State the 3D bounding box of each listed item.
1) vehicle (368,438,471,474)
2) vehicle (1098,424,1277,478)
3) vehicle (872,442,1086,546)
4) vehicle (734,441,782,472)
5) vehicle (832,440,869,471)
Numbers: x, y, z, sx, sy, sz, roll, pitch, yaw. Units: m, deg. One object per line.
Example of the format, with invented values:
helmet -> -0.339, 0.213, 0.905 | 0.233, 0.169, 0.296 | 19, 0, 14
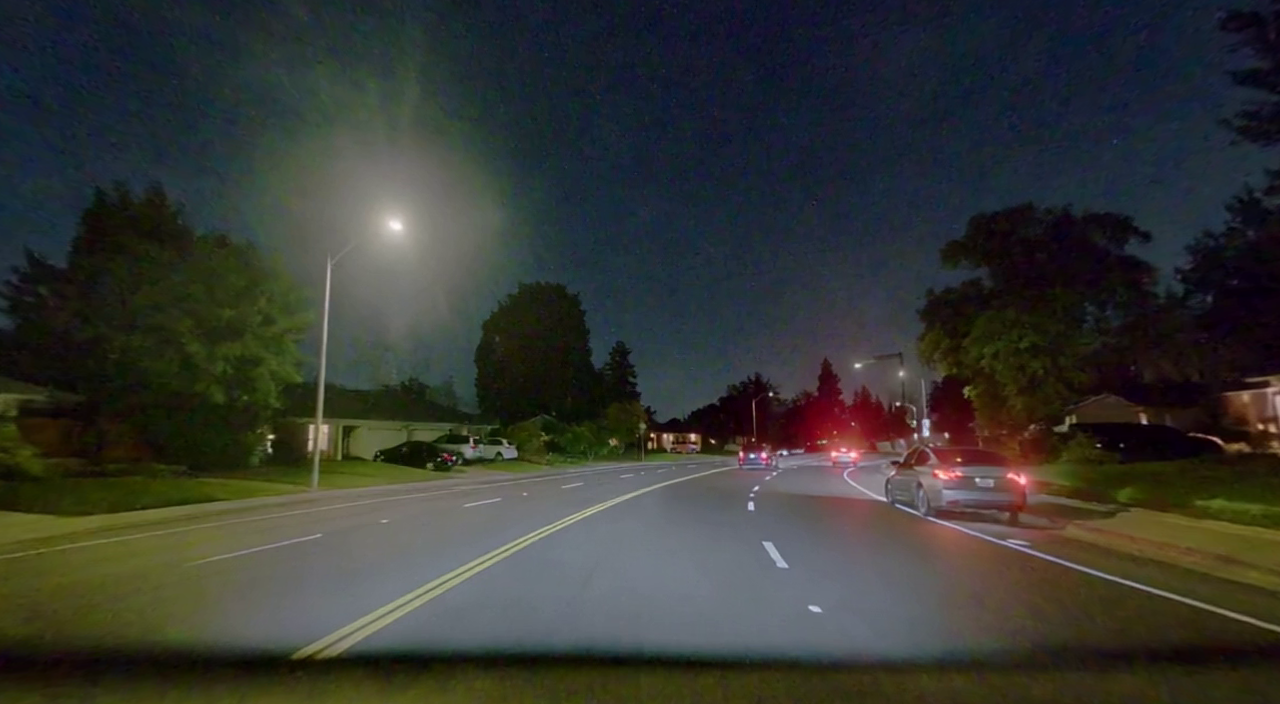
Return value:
vehicle -> -11.507, 5.385, 32.950 | 4.646, 1.502, 1.874 | 2, -7, 11
vehicle -> 17.584, 3.200, 20.485 | 3.714, 1.601, 2.092 | -2, -9, 13
vehicle -> 5.808, 2.419, 11.524 | 1.934, 1.506, 4.282 | -1, -9, 7
vehicle -> 7.040, 6.115, 37.155 | 2.106, 1.667, 4.367 | -3, -9, 19
vehicle -> 13.939, 6.792, 41.654 | 2.059, 1.924, 4.257 | -3, -9, 20
